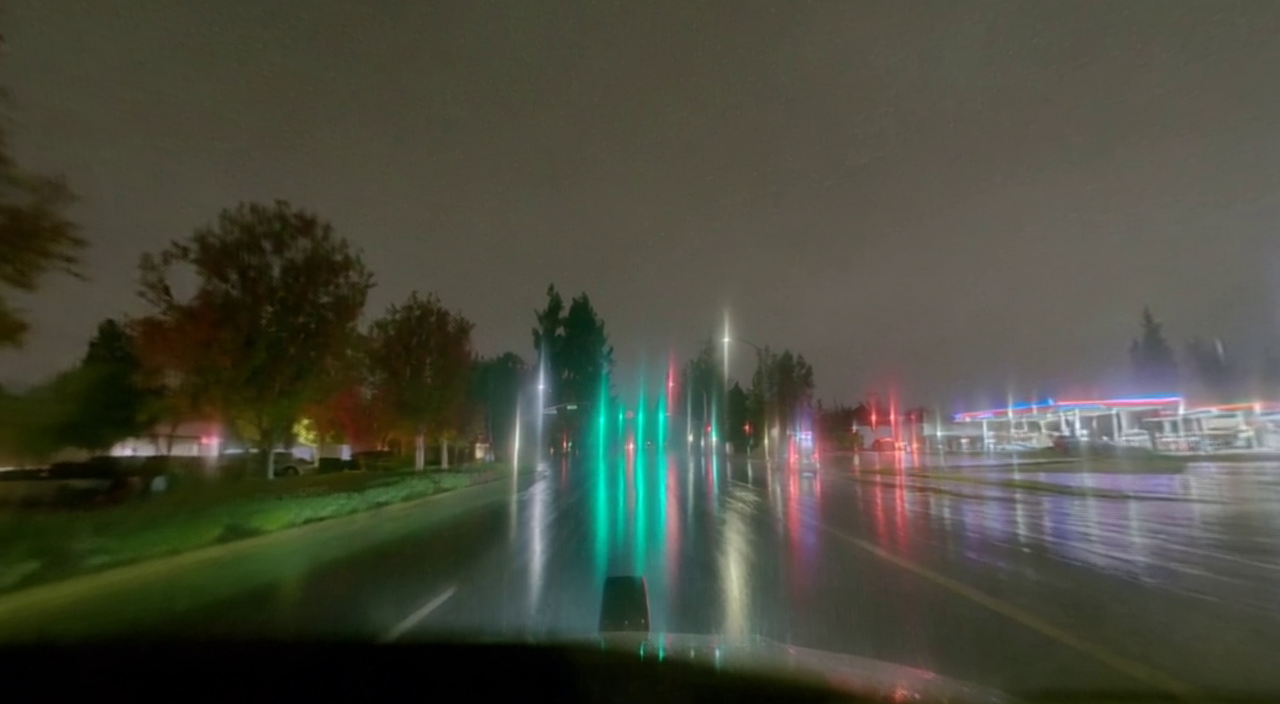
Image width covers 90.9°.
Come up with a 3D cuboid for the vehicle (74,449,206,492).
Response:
[{"bbox_3d":[-23.703,5.592,30.037,4.271,1.902,2.281,0,-8,1],"label":"vehicle"}]

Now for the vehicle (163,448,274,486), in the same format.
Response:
[{"bbox_3d":[-23.649,6.447,35.482,4.634,1.977,2.282,-1,-9,3],"label":"vehicle"}]

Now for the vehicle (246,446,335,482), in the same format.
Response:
[{"bbox_3d":[-24.064,7.685,43.546,5.040,2.072,1.949,-3,-6,0],"label":"vehicle"}]

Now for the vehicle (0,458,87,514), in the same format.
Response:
[{"bbox_3d":[-25.299,5.435,25.246,4.386,2.004,1.991,-4,-9,-2],"label":"vehicle"}]
